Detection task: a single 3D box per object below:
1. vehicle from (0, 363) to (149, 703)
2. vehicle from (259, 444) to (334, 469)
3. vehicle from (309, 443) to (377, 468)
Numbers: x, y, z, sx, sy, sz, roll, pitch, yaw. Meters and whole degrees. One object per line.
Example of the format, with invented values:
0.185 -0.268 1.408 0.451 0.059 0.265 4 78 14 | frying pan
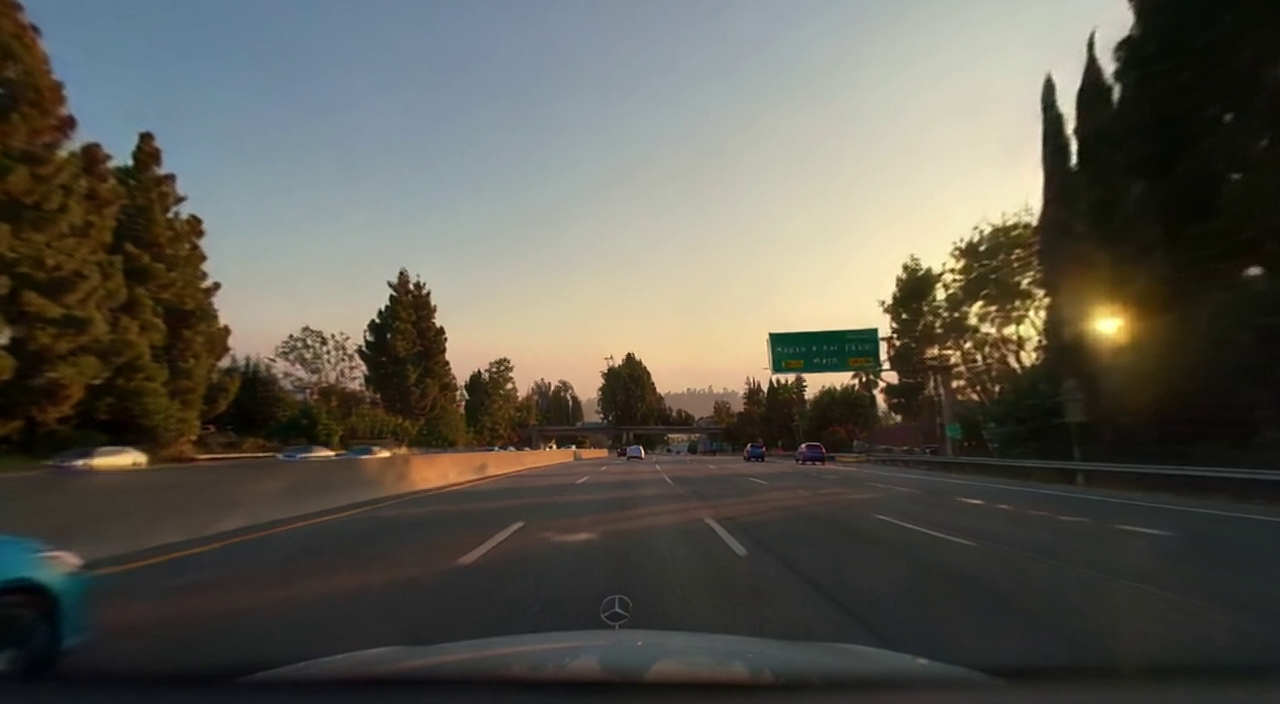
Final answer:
-3.648 0.630 1.040 1.996 1.617 4.637 0 -8 -1 | vehicle
-22.202 6.769 41.112 1.940 1.464 5.027 0 -8 2 | vehicle
-19.039 6.650 40.749 2.122 1.510 4.488 0 -8 2 | vehicle
